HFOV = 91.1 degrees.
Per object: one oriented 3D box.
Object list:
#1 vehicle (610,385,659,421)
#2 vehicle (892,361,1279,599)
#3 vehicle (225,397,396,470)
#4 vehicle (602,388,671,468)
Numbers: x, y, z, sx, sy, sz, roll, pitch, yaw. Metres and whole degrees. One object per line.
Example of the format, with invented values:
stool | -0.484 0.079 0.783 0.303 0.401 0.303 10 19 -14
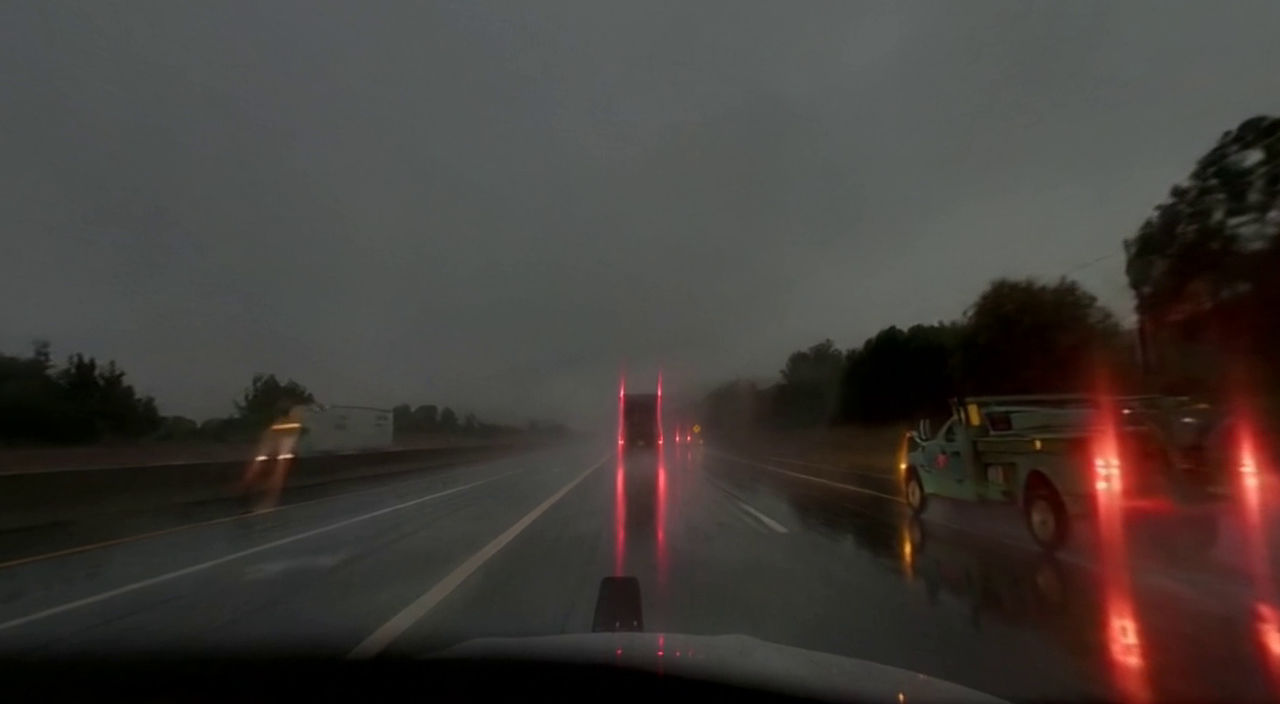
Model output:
vehicle | -0.259 2.475 29.594 2.112 1.472 4.240 0 -8 0
vehicle | 4.939 1.284 7.223 2.091 1.829 4.625 0 -8 -1
vehicle | -18.209 4.745 36.477 2.989 3.480 12.878 0 -8 0
vehicle | -0.358 4.063 33.768 2.953 3.406 13.372 1 -7 -2
